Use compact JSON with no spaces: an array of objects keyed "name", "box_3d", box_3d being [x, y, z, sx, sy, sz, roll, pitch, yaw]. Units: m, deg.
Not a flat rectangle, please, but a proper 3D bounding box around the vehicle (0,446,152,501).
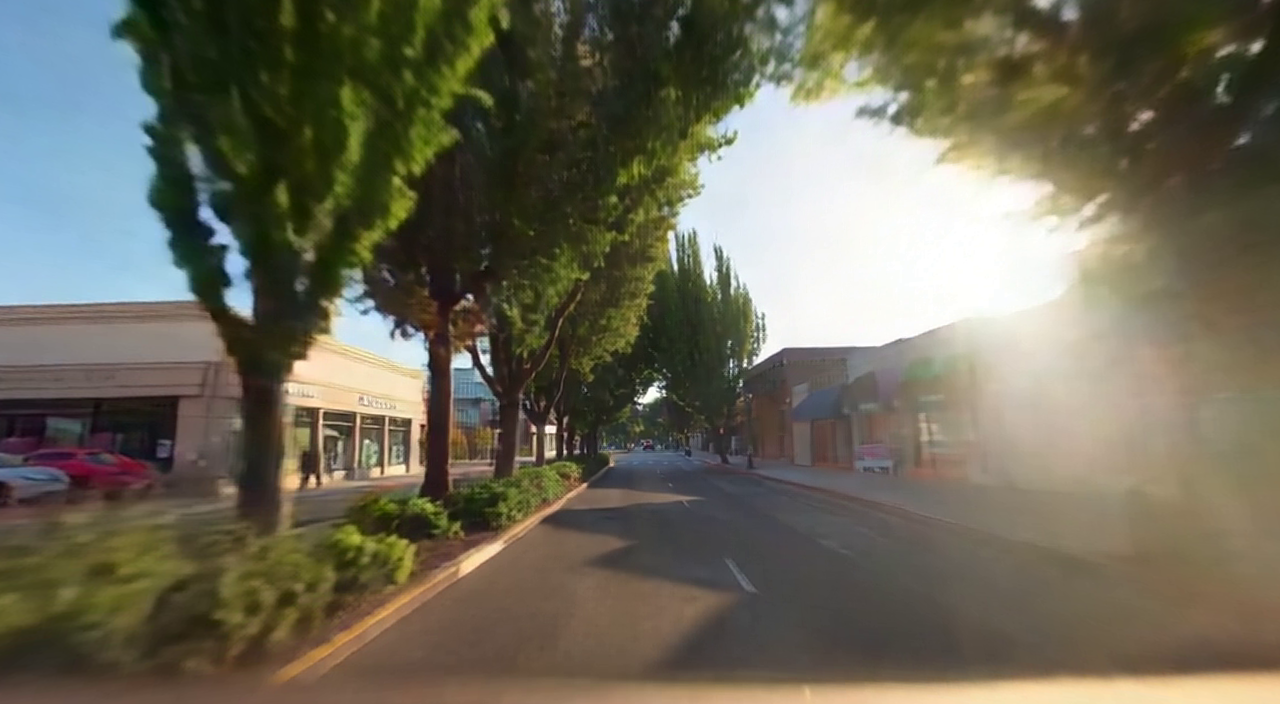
[{"name":"vehicle","box_3d":[-18.256,3.735,19.884,1.837,1.471,4.756,0,-8,1]}]
